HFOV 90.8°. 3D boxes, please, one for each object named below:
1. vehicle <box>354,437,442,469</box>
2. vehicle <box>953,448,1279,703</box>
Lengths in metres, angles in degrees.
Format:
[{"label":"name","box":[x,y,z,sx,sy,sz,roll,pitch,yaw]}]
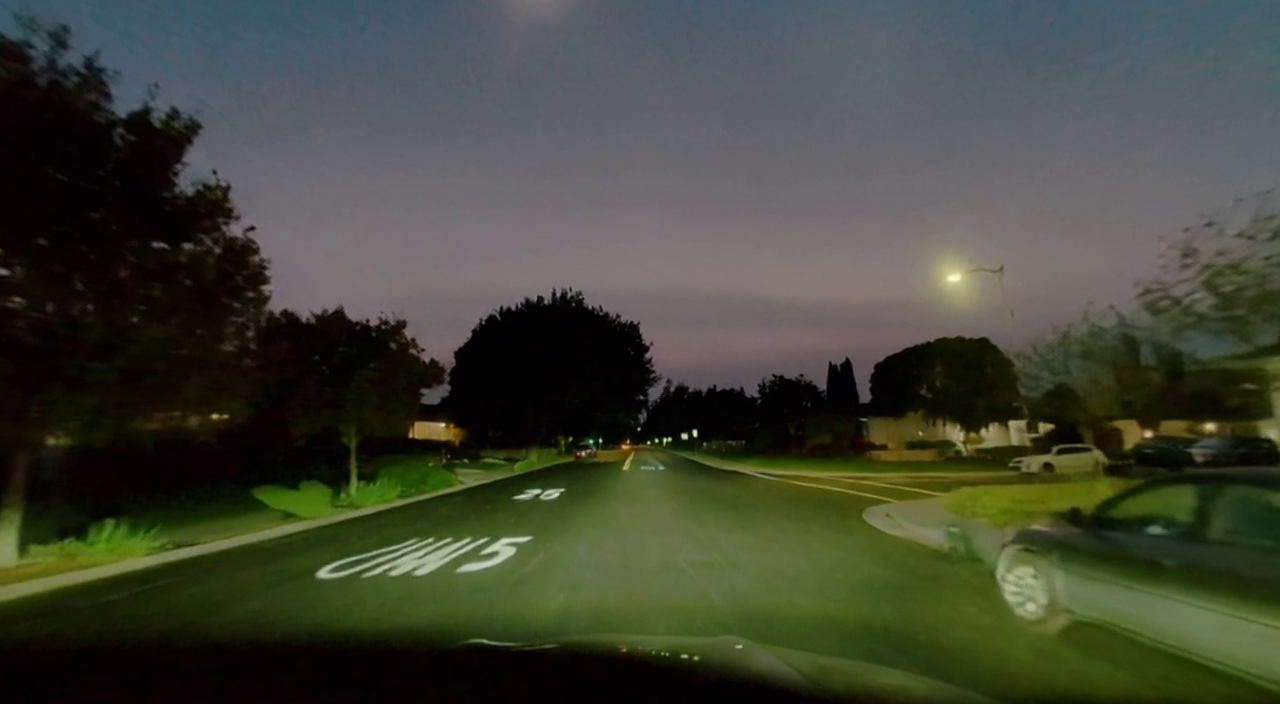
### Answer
[{"label":"vehicle","box":[-12.956,5.448,33.981,3.921,1.629,1.832,0,-10,3]},{"label":"vehicle","box":[4.102,1.345,3.973,1.952,1.442,4.529,0,-8,0]}]
